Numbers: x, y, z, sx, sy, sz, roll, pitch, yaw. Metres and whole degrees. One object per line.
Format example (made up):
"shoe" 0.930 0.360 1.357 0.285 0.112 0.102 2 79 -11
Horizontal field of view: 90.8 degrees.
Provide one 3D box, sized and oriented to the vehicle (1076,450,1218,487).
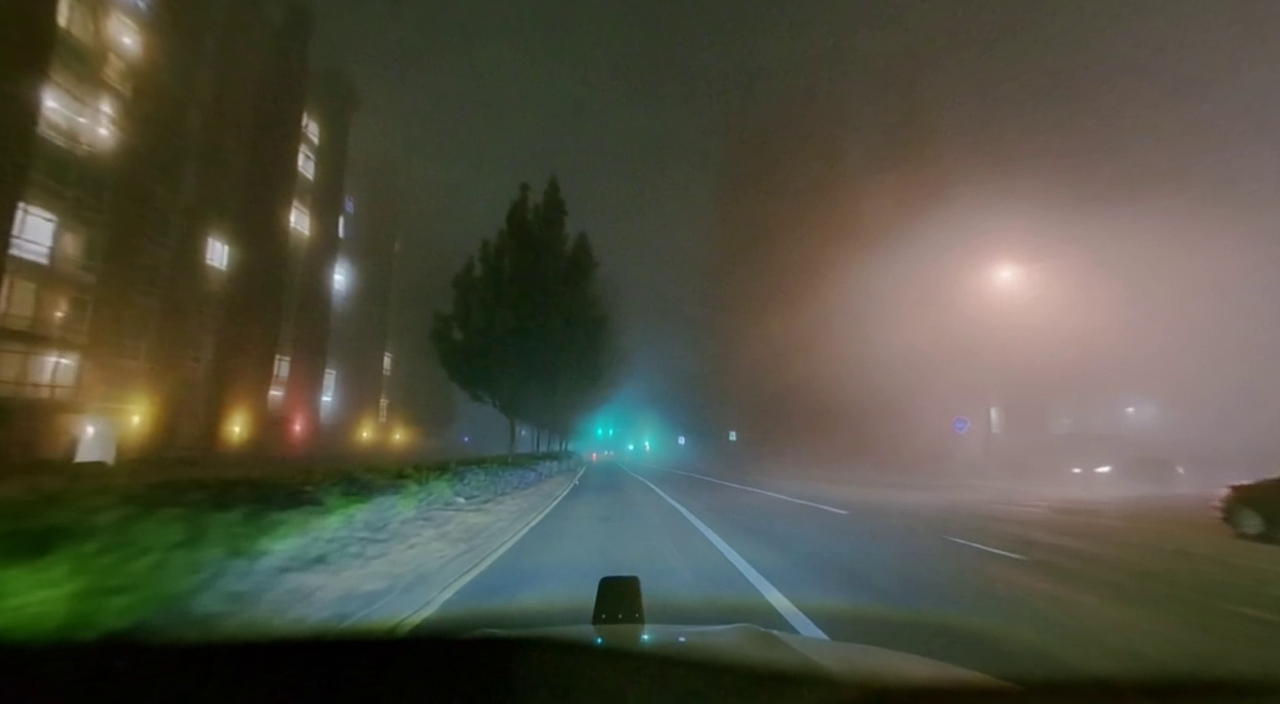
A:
"vehicle" 24.435 5.589 30.573 5.224 1.678 2.033 0 -9 -4
